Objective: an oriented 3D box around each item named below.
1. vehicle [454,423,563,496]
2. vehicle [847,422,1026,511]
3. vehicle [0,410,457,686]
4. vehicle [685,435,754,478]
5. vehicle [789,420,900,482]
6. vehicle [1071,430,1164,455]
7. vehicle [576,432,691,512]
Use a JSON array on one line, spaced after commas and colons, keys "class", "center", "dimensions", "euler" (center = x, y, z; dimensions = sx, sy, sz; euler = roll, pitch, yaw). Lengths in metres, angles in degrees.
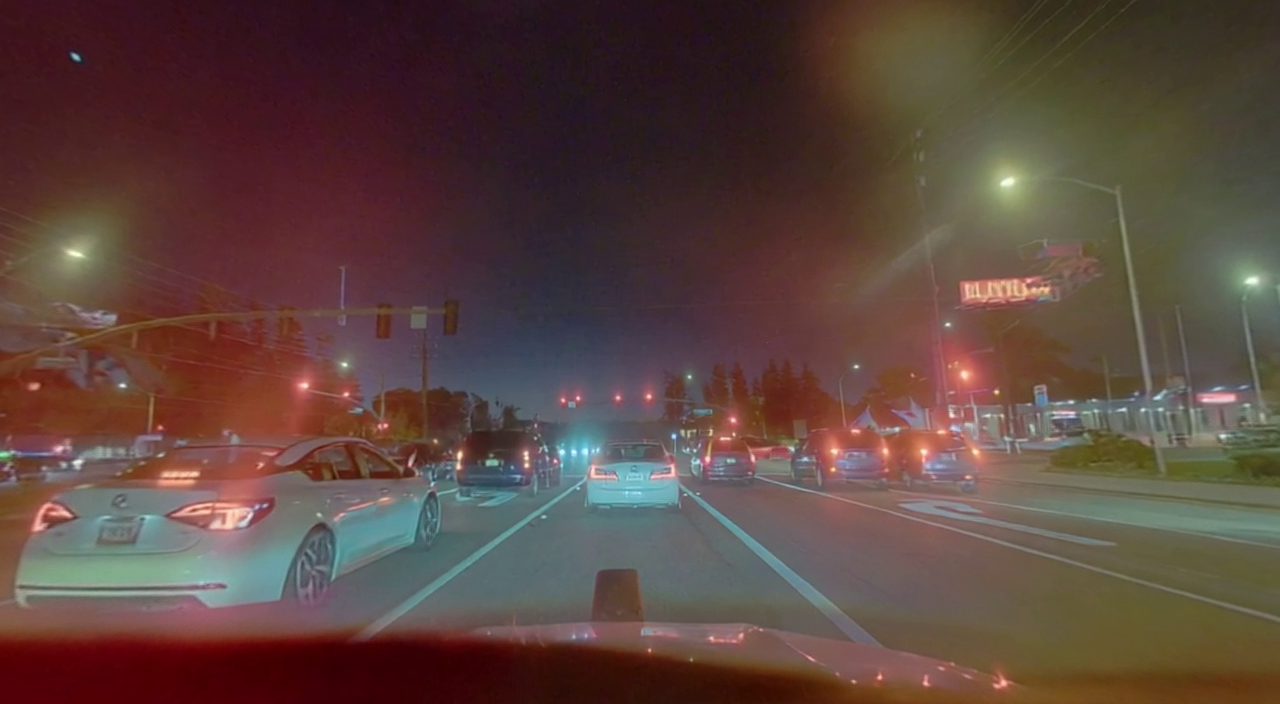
[{"class": "vehicle", "center": [-3.386, 2.866, 17.174], "dimensions": [2.033, 1.714, 4.278], "euler": [0, -8, 0]}, {"class": "vehicle", "center": [6.423, 2.512, 14.340], "dimensions": [1.945, 1.706, 4.190], "euler": [0, -8, -1]}, {"class": "vehicle", "center": [-3.205, 1.366, 5.604], "dimensions": [1.837, 1.463, 4.311], "euler": [0, -8, 0]}, {"class": "vehicle", "center": [2.998, 4.064, 24.932], "dimensions": [1.987, 1.515, 4.521], "euler": [0, -8, -2]}, {"class": "vehicle", "center": [7.174, 3.552, 22.905], "dimensions": [2.156, 1.982, 5.358], "euler": [0, -8, -1]}, {"class": "vehicle", "center": [35.502, 6.742, 47.086], "dimensions": [5.147, 1.774, 2.049], "euler": [0, -9, 2]}, {"class": "vehicle", "center": [-0.137, 2.483, 13.549], "dimensions": [2.098, 1.431, 3.958], "euler": [0, -8, 0]}]
